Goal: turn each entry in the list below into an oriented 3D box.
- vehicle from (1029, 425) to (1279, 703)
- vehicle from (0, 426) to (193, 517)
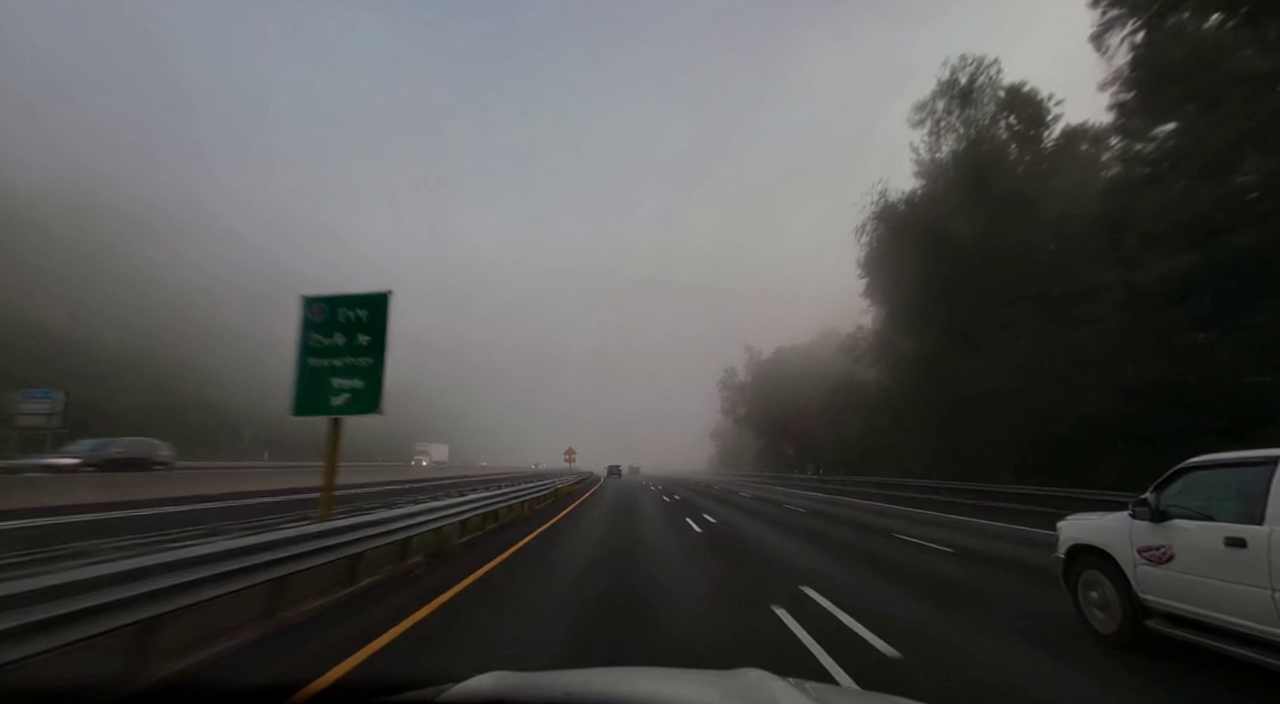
[{"bbox_3d":[4.124,1.056,2.663,1.965,1.502,4.599,1,-10,0],"label":"vehicle"},{"bbox_3d":[-12.926,2.693,14.389,1.975,1.722,4.535,1,-10,0],"label":"vehicle"}]
